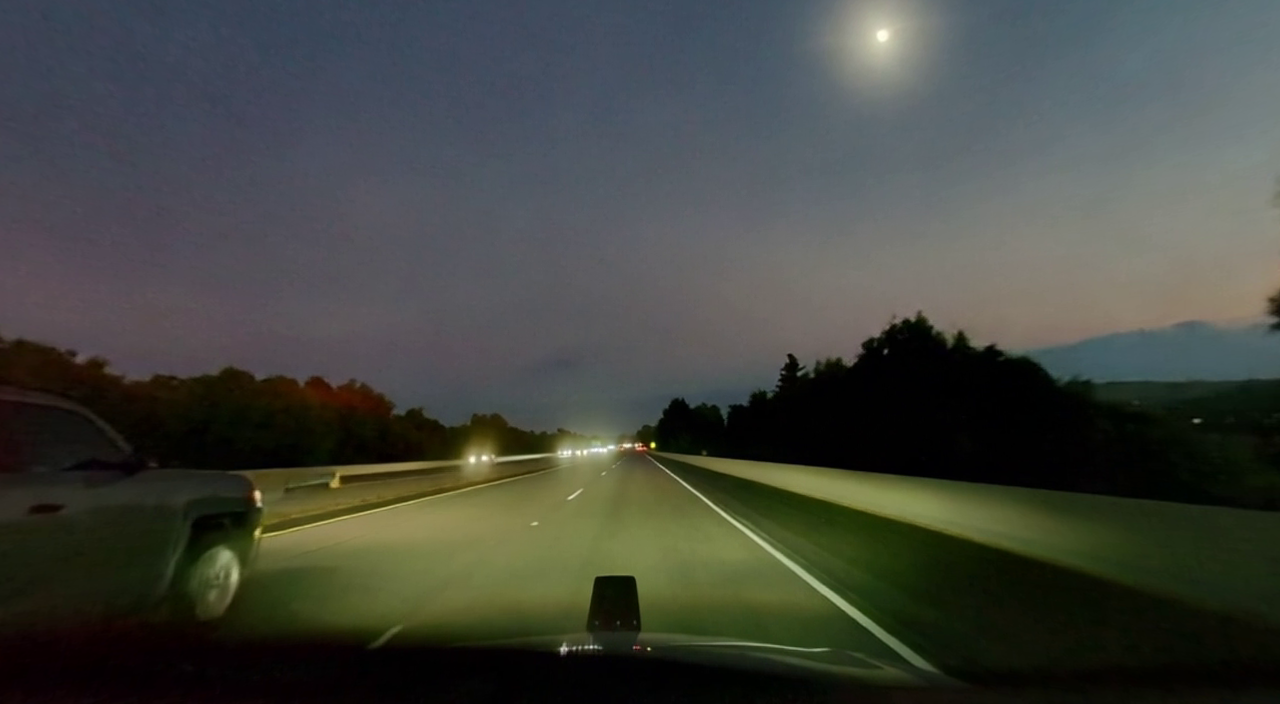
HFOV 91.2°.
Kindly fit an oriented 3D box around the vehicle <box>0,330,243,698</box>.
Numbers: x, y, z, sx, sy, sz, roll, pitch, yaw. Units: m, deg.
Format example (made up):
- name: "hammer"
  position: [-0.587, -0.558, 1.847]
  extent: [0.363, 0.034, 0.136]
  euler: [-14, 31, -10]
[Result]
- name: "vehicle"
  position: [-4.317, 0.739, 2.674]
  extent: [2.292, 1.802, 4.481]
  euler: [0, -9, 0]
